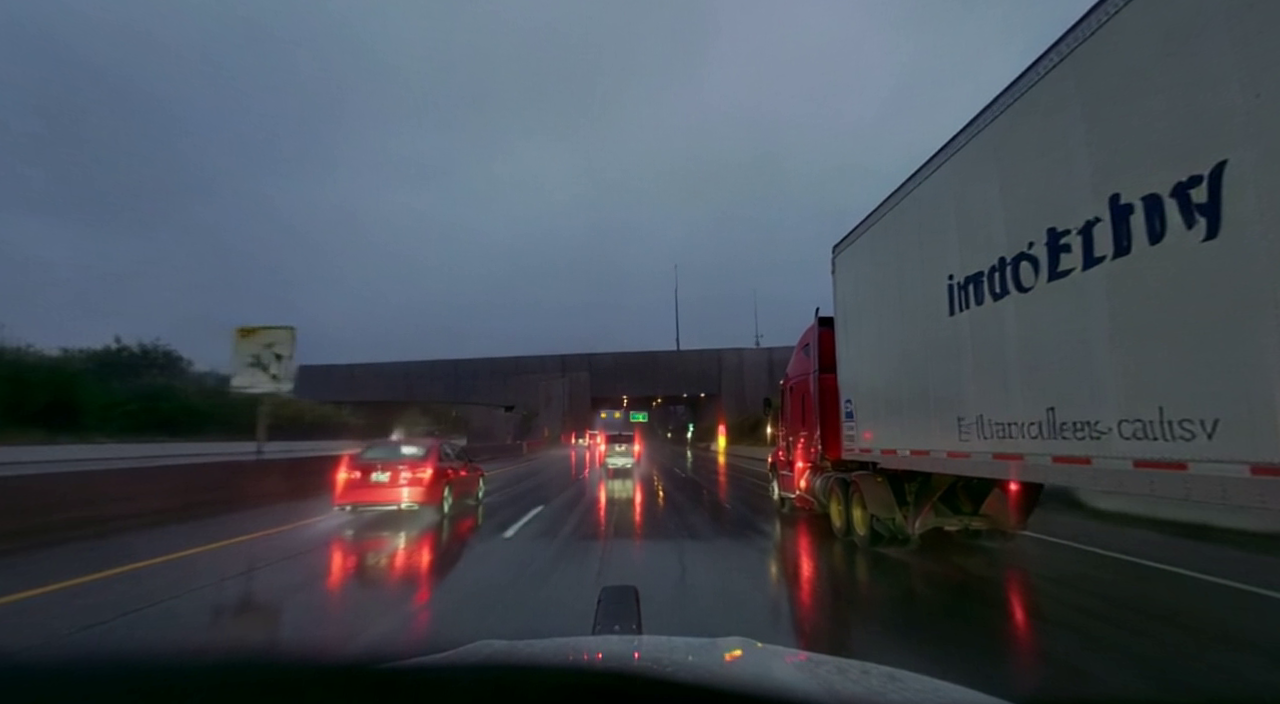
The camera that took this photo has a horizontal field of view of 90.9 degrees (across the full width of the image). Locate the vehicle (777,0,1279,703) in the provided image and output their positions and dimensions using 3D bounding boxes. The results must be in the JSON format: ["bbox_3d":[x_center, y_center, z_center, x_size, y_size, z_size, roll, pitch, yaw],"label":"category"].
[{"bbox_3d":[3.869,-0.204,3.535,2.842,4.108,14.081,0,-8,-1],"label":"vehicle"}]

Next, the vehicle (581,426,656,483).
[{"bbox_3d":[-0.637,3.150,19.738,2.094,1.600,3.666,0,-8,-1],"label":"vehicle"}]

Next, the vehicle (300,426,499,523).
[{"bbox_3d":[-4.122,2.147,11.724,2.019,1.435,4.317,0,-8,0],"label":"vehicle"}]
